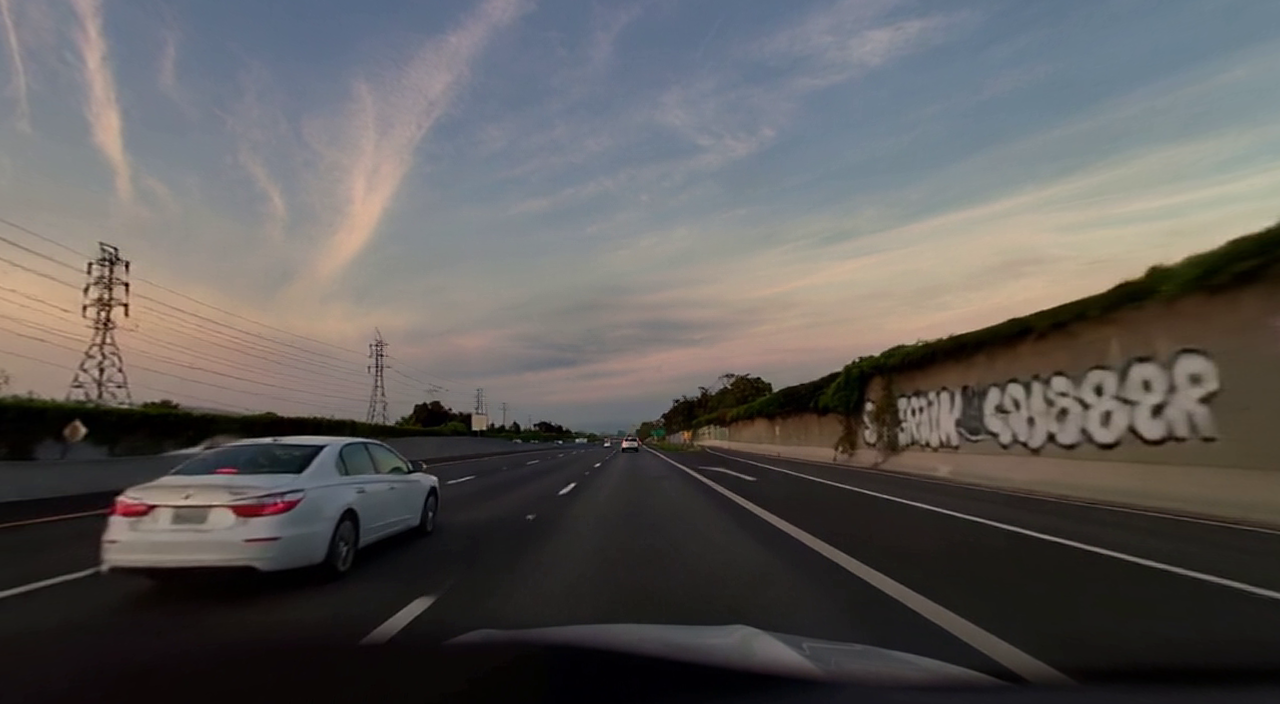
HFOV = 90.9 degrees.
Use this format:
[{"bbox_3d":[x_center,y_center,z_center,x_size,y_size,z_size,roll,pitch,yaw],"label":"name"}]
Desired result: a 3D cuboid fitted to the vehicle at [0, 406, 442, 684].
[{"bbox_3d":[-3.639,1.387,5.960,2.000,1.513,4.901,0,-8,-1],"label":"vehicle"}]
